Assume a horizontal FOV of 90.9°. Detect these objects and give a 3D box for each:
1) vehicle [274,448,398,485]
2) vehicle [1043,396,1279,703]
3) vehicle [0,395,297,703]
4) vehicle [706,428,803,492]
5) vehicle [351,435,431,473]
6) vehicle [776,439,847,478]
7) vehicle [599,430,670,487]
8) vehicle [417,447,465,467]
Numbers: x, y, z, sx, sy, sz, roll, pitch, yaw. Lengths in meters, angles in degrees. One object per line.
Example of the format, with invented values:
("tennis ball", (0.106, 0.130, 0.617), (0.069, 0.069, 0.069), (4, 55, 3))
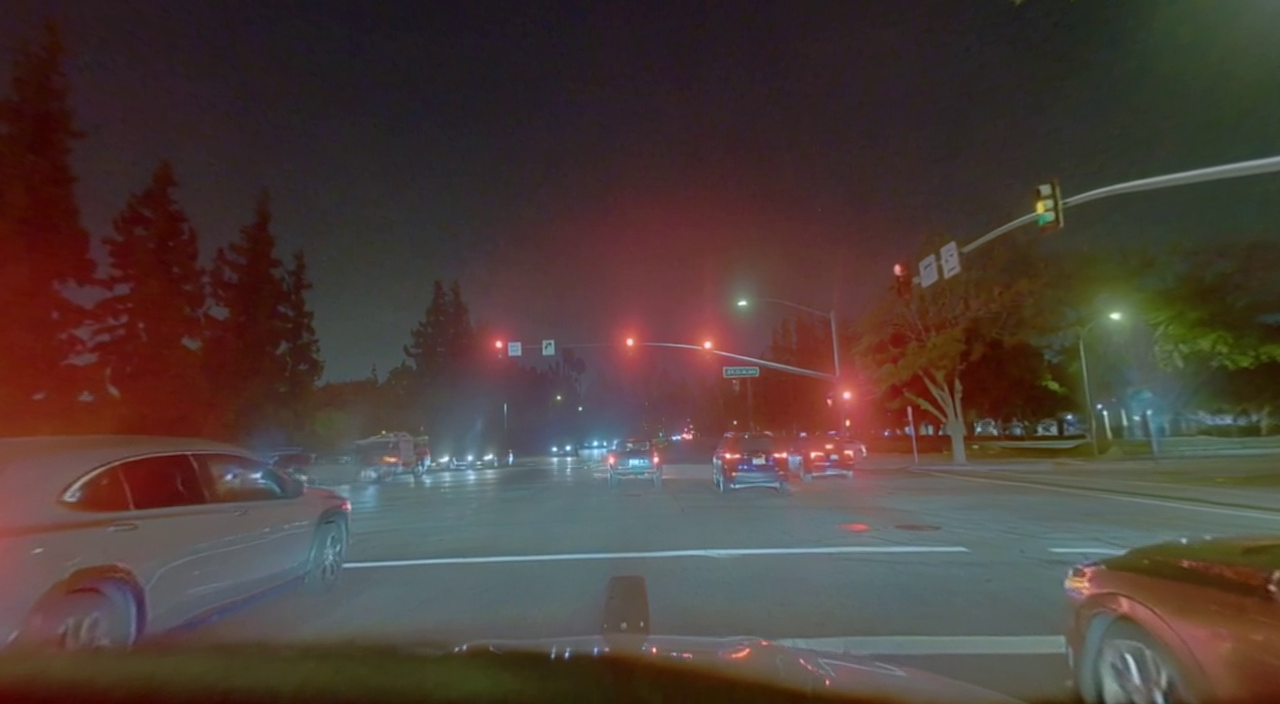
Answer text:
("vehicle", (-12.112, 4.562, 25.358), (4.094, 1.328, 1.700), (0, -8, -7))
("vehicle", (3.068, 0.732, 1.062), (1.960, 1.460, 4.233), (0, -8, 0))
("vehicle", (-3.582, 0.926, 2.517), (1.941, 1.492, 4.399), (0, -8, 0))
("vehicle", (3.353, 3.278, 19.422), (2.097, 1.707, 4.461), (0, -8, 0))
("vehicle", (-13.993, 5.770, 35.830), (2.196, 1.961, 5.359), (0, -8, 2))
("vehicle", (6.913, 4.332, 25.852), (1.847, 1.432, 4.039), (0, -8, 1))
("vehicle", (-0.155, 3.644, 21.793), (2.215, 1.749, 3.976), (0, -8, 0))
("vehicle", (-14.083, 7.437, 44.929), (1.926, 1.325, 4.162), (-1, -8, 2))
